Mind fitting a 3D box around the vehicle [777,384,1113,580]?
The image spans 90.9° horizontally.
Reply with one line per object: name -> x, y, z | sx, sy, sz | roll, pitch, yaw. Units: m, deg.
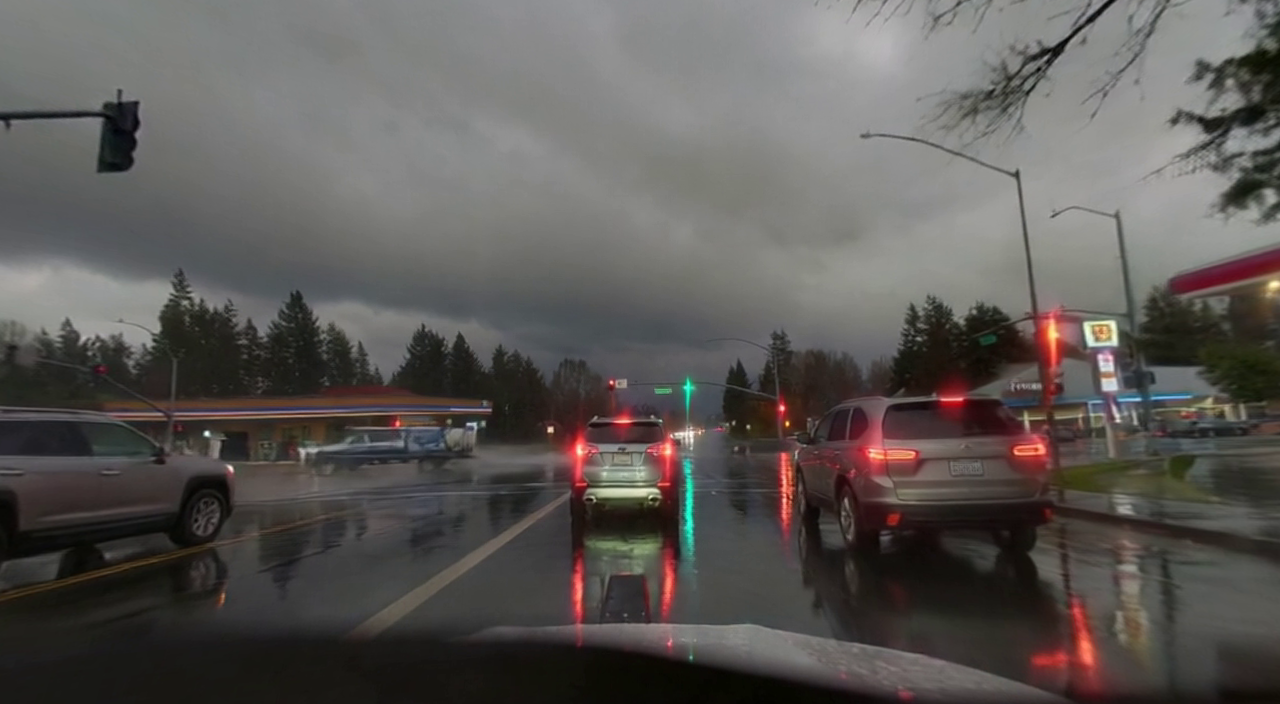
vehicle -> 3.251, 1.497, 7.985 | 2.083, 1.779, 4.347 | 0, -8, 0

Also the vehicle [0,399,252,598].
vehicle -> -6.744, 1.465, 6.684 | 2.011, 1.774, 4.866 | 0, -8, 2

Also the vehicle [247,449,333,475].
vehicle -> -21.512, 6.746, 38.864 | 4.149, 1.527, 1.800 | 0, -8, -3

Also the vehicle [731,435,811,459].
vehicle -> 8.389, 6.090, 40.470 | 4.669, 1.469, 1.855 | 0, -8, -3

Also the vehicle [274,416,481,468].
vehicle -> -17.587, 6.155, 43.059 | 12.640, 3.321, 2.995 | 0, -8, -3

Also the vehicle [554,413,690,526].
vehicle -> -0.260, 2.078, 11.632 | 2.067, 1.702, 3.987 | 0, -8, 0
